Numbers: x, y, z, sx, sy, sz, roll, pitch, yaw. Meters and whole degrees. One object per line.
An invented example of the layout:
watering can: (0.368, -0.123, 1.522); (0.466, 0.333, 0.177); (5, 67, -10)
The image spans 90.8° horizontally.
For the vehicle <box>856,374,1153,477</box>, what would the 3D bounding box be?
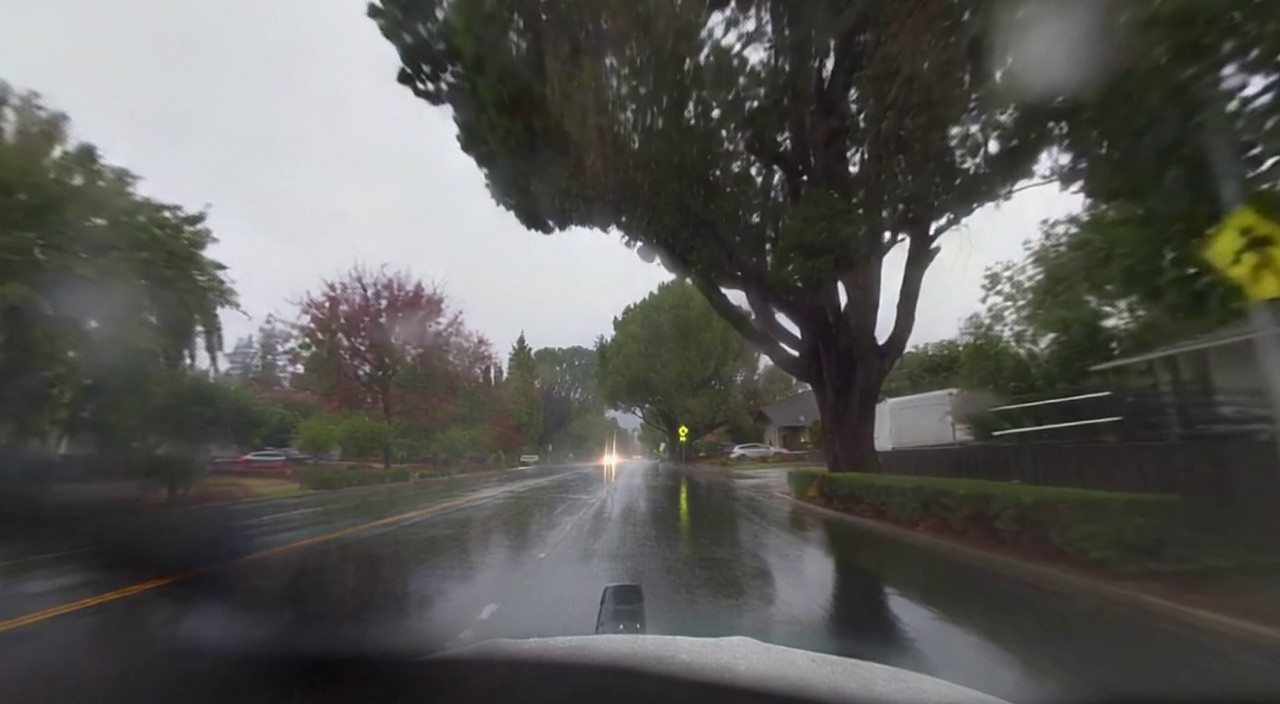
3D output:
vehicle: (17.486, 3.634, 30.951); (12.151, 4.157, 3.709); (-1, -15, -6)
